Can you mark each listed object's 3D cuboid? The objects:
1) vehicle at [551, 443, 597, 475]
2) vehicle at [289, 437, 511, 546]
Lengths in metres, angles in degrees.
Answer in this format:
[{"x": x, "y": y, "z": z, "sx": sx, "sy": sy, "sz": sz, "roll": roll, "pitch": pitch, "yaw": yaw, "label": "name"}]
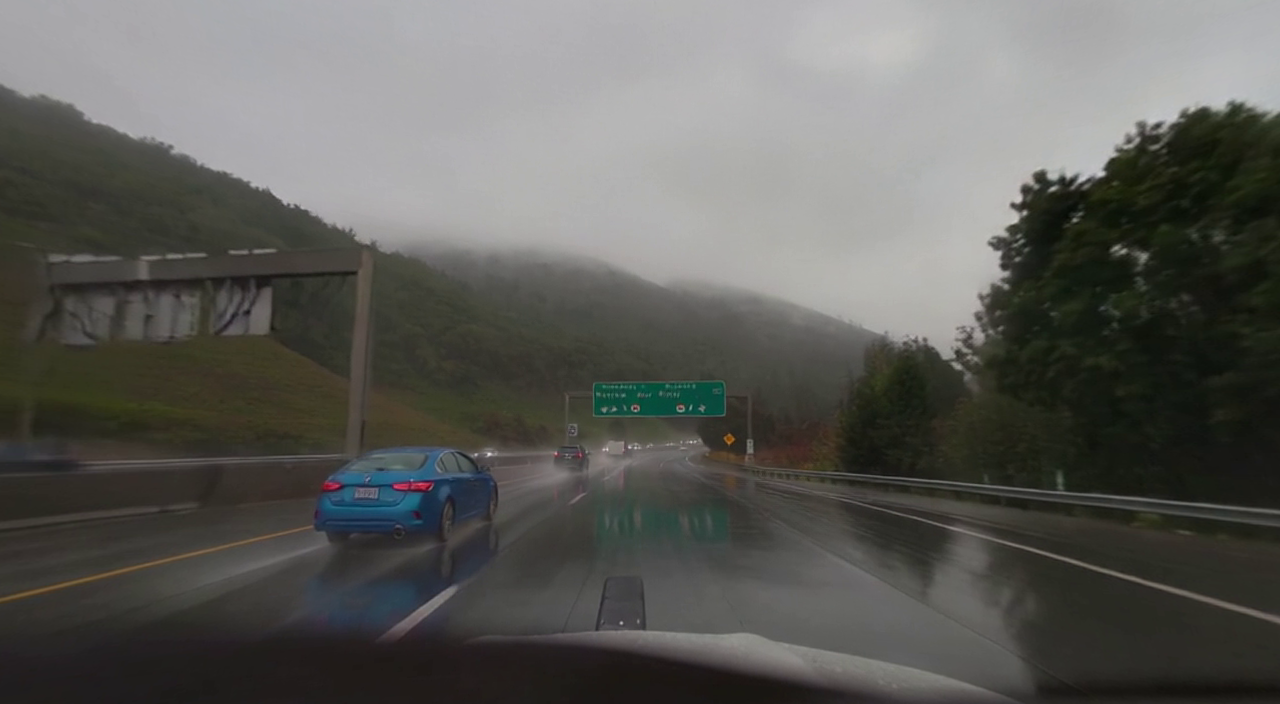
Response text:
[{"x": -3.655, "y": 6.002, "z": 35.639, "sx": 2.073, "sy": 1.694, "sz": 4.162, "roll": 0, "pitch": -9, "yaw": 1, "label": "vehicle"}, {"x": -3.691, "y": 2.223, "z": 10.776, "sx": 1.988, "sy": 1.440, "sz": 4.504, "roll": 0, "pitch": -9, "yaw": 0, "label": "vehicle"}]
